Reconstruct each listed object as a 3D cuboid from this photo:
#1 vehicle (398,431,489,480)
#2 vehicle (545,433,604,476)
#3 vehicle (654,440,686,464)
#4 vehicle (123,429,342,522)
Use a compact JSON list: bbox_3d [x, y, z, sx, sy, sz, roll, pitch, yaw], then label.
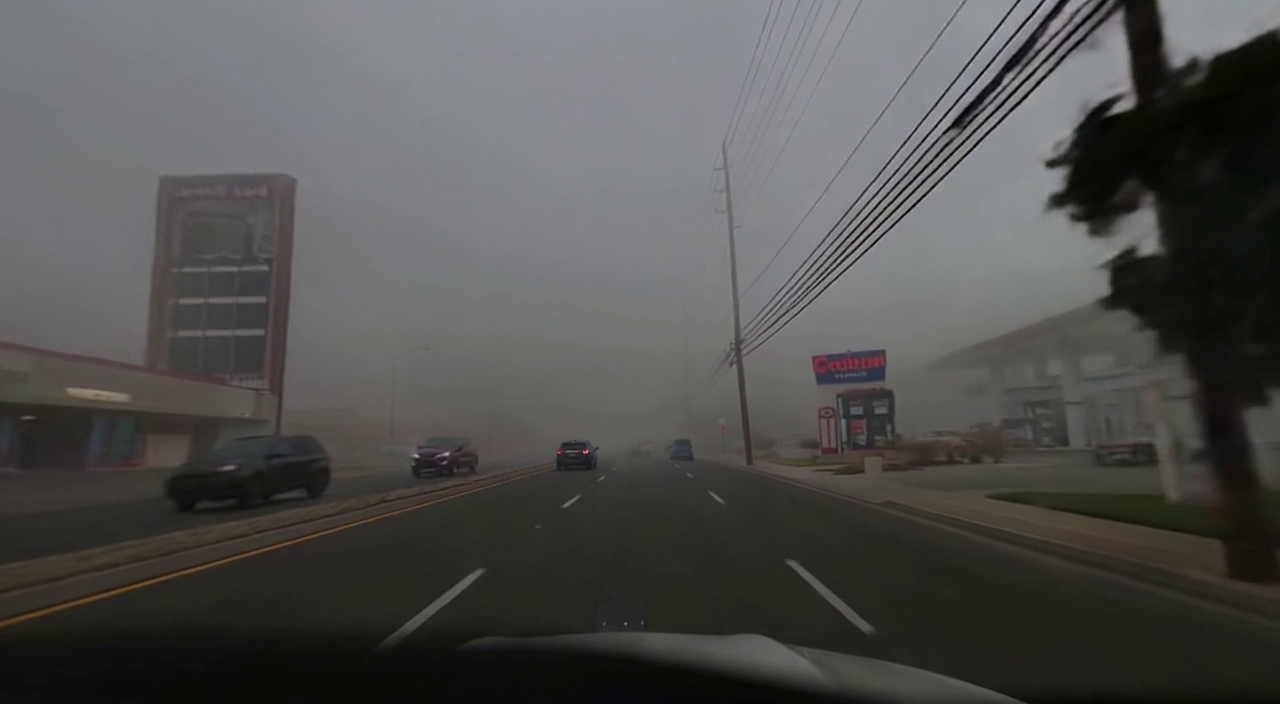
[{"bbox_3d":[-7.823,4.179,25.662,2.009,1.773,4.925,-1,-8,2],"label":"vehicle"},{"bbox_3d":[-2.715,4.368,27.078,2.047,1.664,4.148,-1,-8,1],"label":"vehicle"},{"bbox_3d":[1.956,6.491,41.064,1.978,1.455,4.195,-1,-8,2],"label":"vehicle"},{"bbox_3d":[-8.159,2.483,13.183,1.795,1.607,4.059,-1,-8,1],"label":"vehicle"}]
